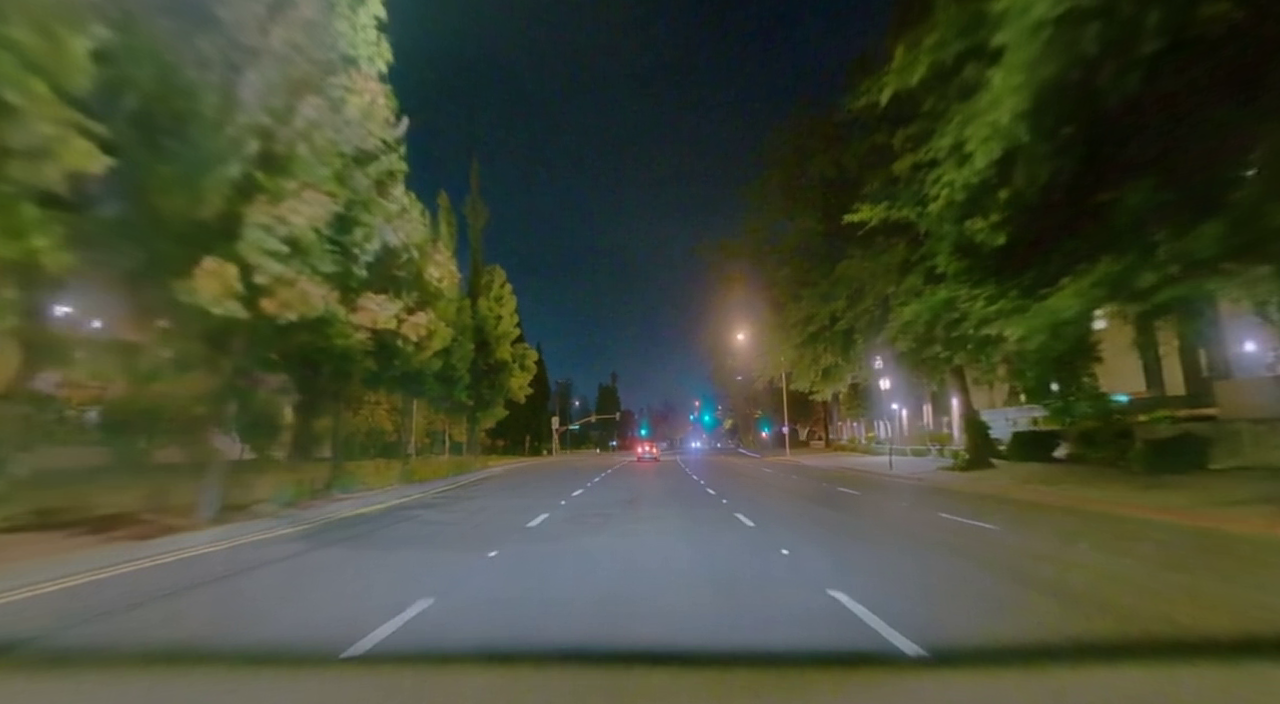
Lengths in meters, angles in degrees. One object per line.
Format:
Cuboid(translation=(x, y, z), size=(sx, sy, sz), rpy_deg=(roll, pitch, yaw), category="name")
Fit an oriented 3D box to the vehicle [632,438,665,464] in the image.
Cuboid(translation=(0.607, 6.357, 40.719), size=(2.037, 1.568, 3.693), rpy_deg=(0, -8, 2), category="vehicle")
